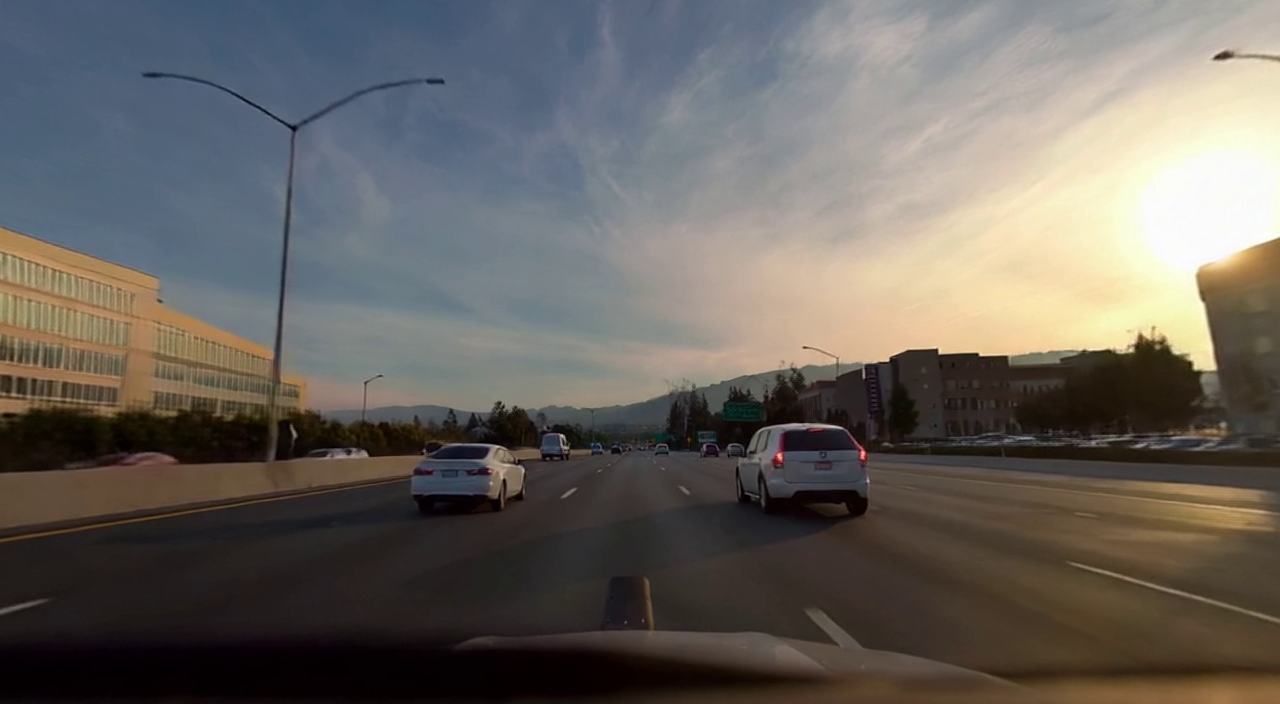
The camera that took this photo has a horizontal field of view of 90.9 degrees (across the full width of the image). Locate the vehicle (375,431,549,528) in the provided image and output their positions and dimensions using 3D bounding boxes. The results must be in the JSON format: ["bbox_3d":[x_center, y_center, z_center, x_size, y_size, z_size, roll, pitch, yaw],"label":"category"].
[{"bbox_3d":[-3.234,2.418,12.630,2.080,1.542,4.718,-1,-8,1],"label":"vehicle"}]

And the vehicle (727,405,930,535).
[{"bbox_3d":[3.063,2.058,11.585,2.148,1.852,4.835,0,-8,-1],"label":"vehicle"}]
